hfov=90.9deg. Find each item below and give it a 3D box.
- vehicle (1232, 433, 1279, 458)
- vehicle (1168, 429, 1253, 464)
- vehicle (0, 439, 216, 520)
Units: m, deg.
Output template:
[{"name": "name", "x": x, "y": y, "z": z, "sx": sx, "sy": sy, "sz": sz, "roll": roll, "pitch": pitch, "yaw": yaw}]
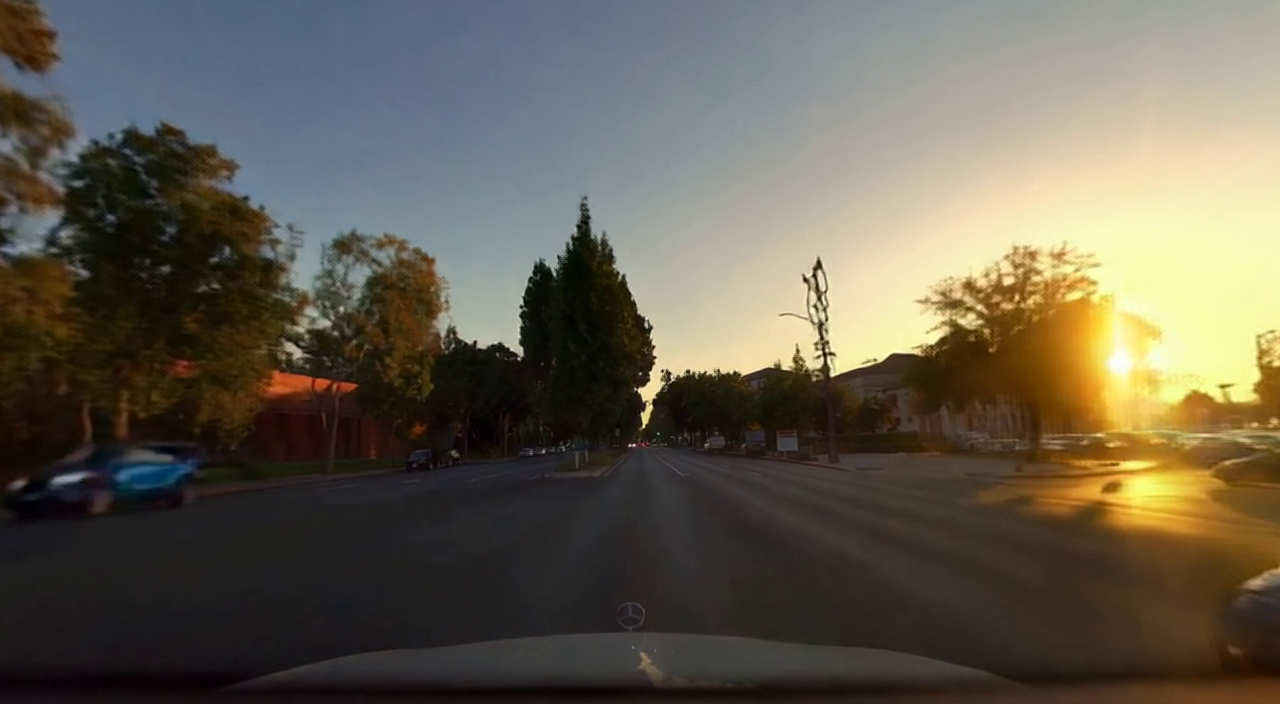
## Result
[{"name": "vehicle", "x": 38.344, "y": 5.746, "z": 38.688, "sx": 3.920, "sy": 1.437, "sz": 1.914, "roll": 6, "pitch": -10, "yaw": -33}, {"name": "vehicle", "x": 29.987, "y": 4.970, "z": 33.074, "sx": 5.036, "sy": 1.698, "sz": 2.031, "roll": 6, "pitch": -10, "yaw": -35}, {"name": "vehicle", "x": -15.475, "y": 3.511, "z": 18.232, "sx": 2.209, "sy": 1.931, "sz": 5.813, "roll": 0, "pitch": -8, "yaw": 2}]
